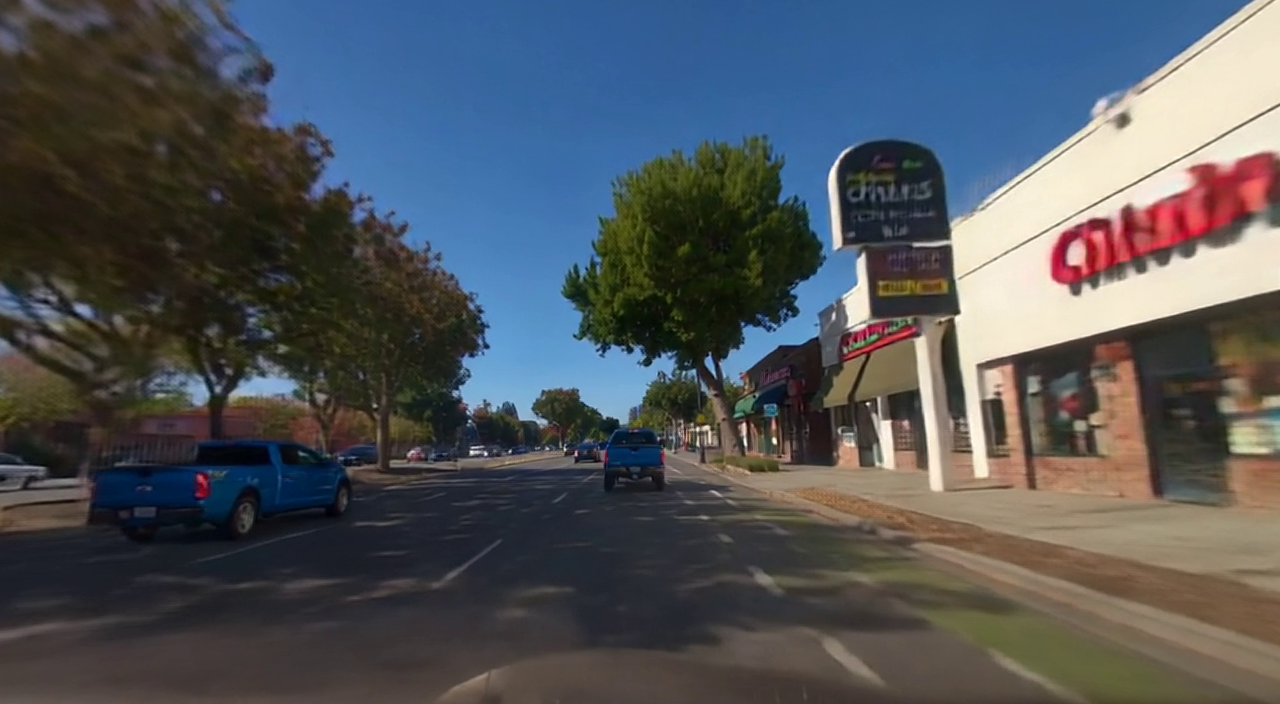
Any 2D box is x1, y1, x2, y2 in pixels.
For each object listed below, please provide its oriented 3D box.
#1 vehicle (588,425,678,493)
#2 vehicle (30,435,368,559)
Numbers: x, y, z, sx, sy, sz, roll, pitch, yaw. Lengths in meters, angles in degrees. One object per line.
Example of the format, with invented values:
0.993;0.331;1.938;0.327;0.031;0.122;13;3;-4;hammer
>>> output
-0.249;3.508;21.153;2.590;1.932;5.776;0;-8;-1;vehicle
-6.152;2.040;9.714;1.888;1.424;4.553;0;-8;1;vehicle
